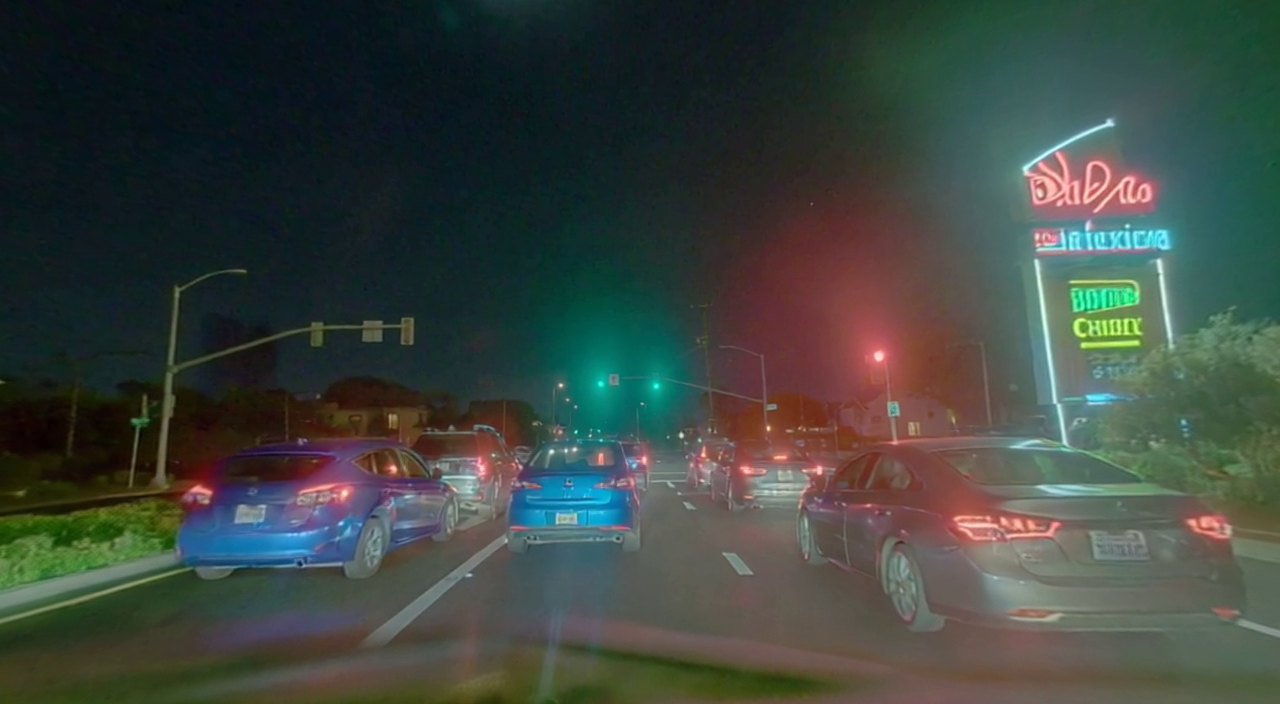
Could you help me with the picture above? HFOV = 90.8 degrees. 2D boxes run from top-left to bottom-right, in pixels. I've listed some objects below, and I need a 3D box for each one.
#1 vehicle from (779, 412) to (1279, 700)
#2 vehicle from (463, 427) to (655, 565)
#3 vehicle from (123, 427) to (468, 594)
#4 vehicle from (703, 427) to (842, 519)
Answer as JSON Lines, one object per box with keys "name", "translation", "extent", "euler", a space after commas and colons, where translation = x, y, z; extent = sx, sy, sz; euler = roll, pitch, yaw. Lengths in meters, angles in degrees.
{"name": "vehicle", "translation": [2.756, 1.373, 5.489], "extent": [2.014, 1.464, 4.312], "euler": [0, -8, -1]}
{"name": "vehicle", "translation": [-0.963, 1.872, 8.941], "extent": [2.104, 1.500, 3.815], "euler": [0, -9, -2]}
{"name": "vehicle", "translation": [-3.713, 1.763, 8.005], "extent": [2.058, 1.474, 4.473], "euler": [0, -9, -3]}
{"name": "vehicle", "translation": [2.568, 2.468, 13.405], "extent": [1.956, 1.615, 4.205], "euler": [0, -9, -1]}
